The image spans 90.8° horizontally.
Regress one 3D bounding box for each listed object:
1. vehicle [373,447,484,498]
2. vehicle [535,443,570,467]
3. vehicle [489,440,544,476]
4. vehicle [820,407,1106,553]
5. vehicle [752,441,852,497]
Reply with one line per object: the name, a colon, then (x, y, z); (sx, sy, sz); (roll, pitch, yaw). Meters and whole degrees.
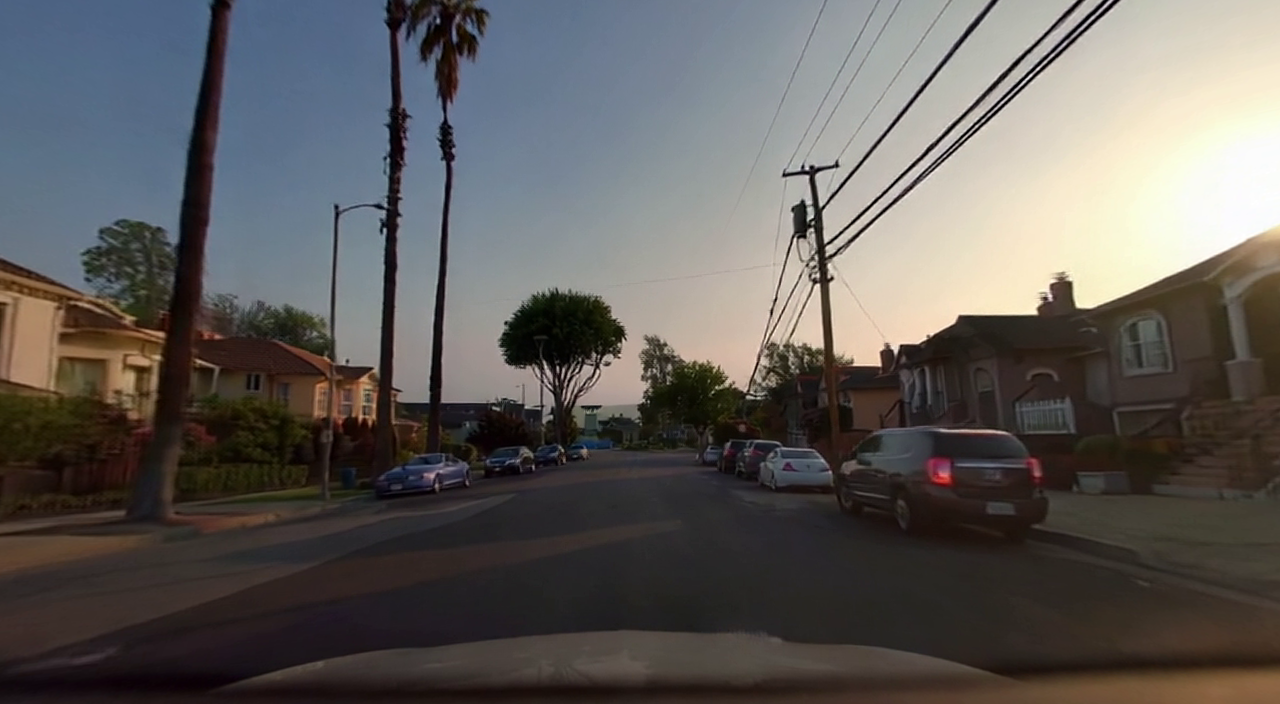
vehicle: (-6.935, 3.979, 21.316); (2.013, 1.483, 4.645); (0, -8, 2)
vehicle: (-6.575, 7.791, 48.013); (2.085, 1.770, 4.429); (0, -8, 0)
vehicle: (-7.026, 6.036, 36.332); (2.077, 1.888, 4.551); (-2, -8, 2)
vehicle: (4.812, 1.986, 10.537); (2.115, 1.826, 4.871); (0, -8, -1)
vehicle: (4.916, 3.592, 19.815); (1.795, 1.424, 4.327); (-3, -8, -2)
